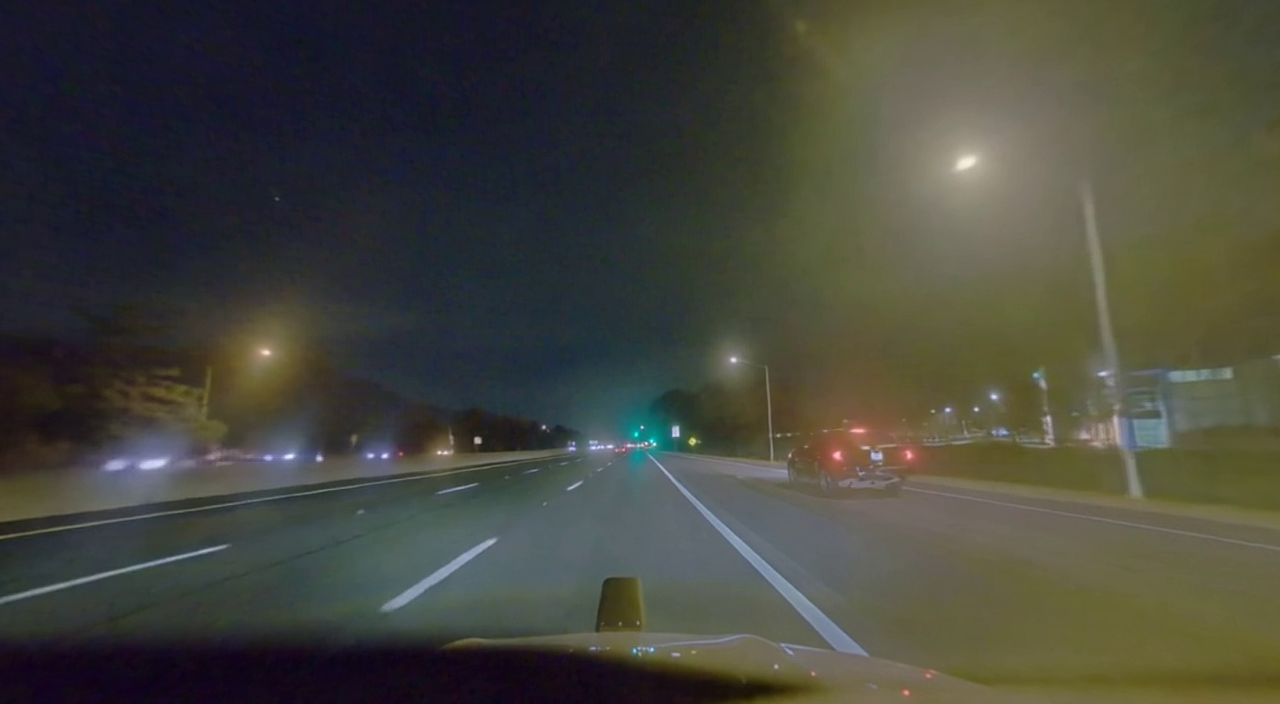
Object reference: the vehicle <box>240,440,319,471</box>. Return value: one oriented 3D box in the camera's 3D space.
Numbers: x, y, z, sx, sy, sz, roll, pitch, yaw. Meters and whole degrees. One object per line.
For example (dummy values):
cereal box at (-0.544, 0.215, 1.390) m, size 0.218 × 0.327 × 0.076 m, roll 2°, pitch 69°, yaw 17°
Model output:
vehicle at (-23.160, 6.668, 40.674) m, size 2.105 × 1.887 × 4.821 m, roll 0°, pitch -9°, yaw 1°

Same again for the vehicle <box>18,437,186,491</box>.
vehicle at (-19.396, 4.039, 23.066) m, size 2.064 × 1.750 × 4.641 m, roll 0°, pitch -9°, yaw -1°
